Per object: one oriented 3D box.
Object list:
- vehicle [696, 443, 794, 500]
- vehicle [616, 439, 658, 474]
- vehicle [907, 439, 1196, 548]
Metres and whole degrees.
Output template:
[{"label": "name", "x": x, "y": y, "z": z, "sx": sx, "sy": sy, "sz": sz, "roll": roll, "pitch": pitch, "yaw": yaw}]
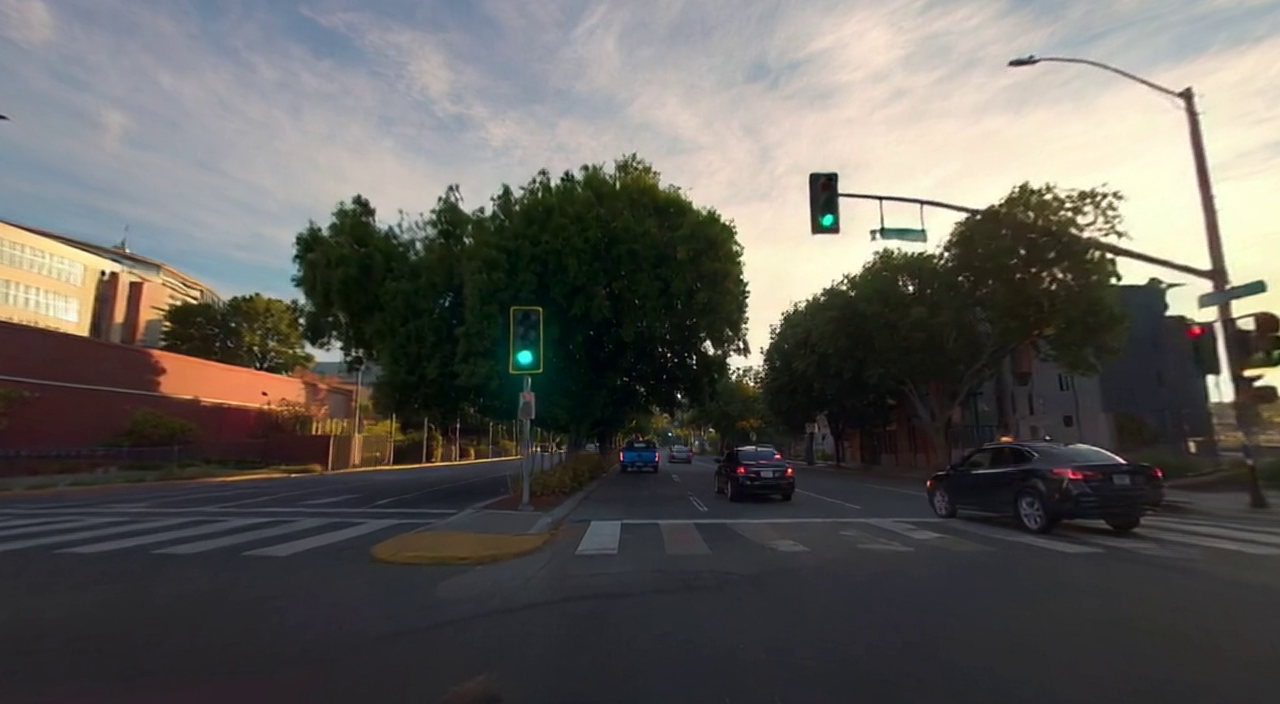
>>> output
[{"label": "vehicle", "x": 2.941, "y": 3.458, "z": 18.767, "sx": 2.057, "sy": 1.463, "sz": 4.365, "roll": 0, "pitch": -8, "yaw": -2}, {"label": "vehicle", "x": -0.189, "y": 6.069, "z": 36.978, "sx": 2.344, "sy": 1.883, "sz": 4.572, "roll": 0, "pitch": -8, "yaw": -1}, {"label": "vehicle", "x": 6.604, "y": 2.271, "z": 10.969, "sx": 1.855, "sy": 1.469, "sz": 4.598, "roll": 0, "pitch": -8, "yaw": -1}]
